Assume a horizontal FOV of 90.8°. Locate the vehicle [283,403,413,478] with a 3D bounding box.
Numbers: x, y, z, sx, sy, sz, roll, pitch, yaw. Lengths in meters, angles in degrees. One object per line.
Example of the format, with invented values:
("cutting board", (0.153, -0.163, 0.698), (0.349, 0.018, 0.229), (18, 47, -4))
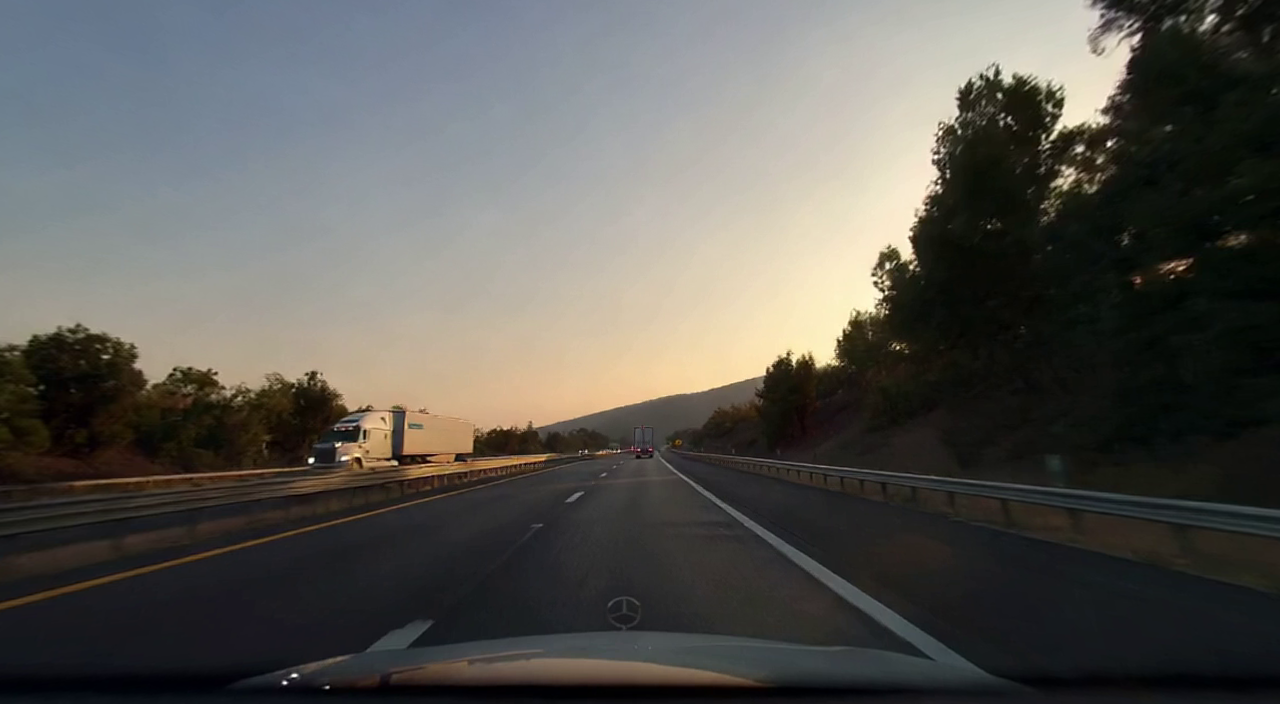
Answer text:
("vehicle", (-17.345, 5.470, 38.651), (2.964, 3.929, 10.326), (0, -9, 0))
